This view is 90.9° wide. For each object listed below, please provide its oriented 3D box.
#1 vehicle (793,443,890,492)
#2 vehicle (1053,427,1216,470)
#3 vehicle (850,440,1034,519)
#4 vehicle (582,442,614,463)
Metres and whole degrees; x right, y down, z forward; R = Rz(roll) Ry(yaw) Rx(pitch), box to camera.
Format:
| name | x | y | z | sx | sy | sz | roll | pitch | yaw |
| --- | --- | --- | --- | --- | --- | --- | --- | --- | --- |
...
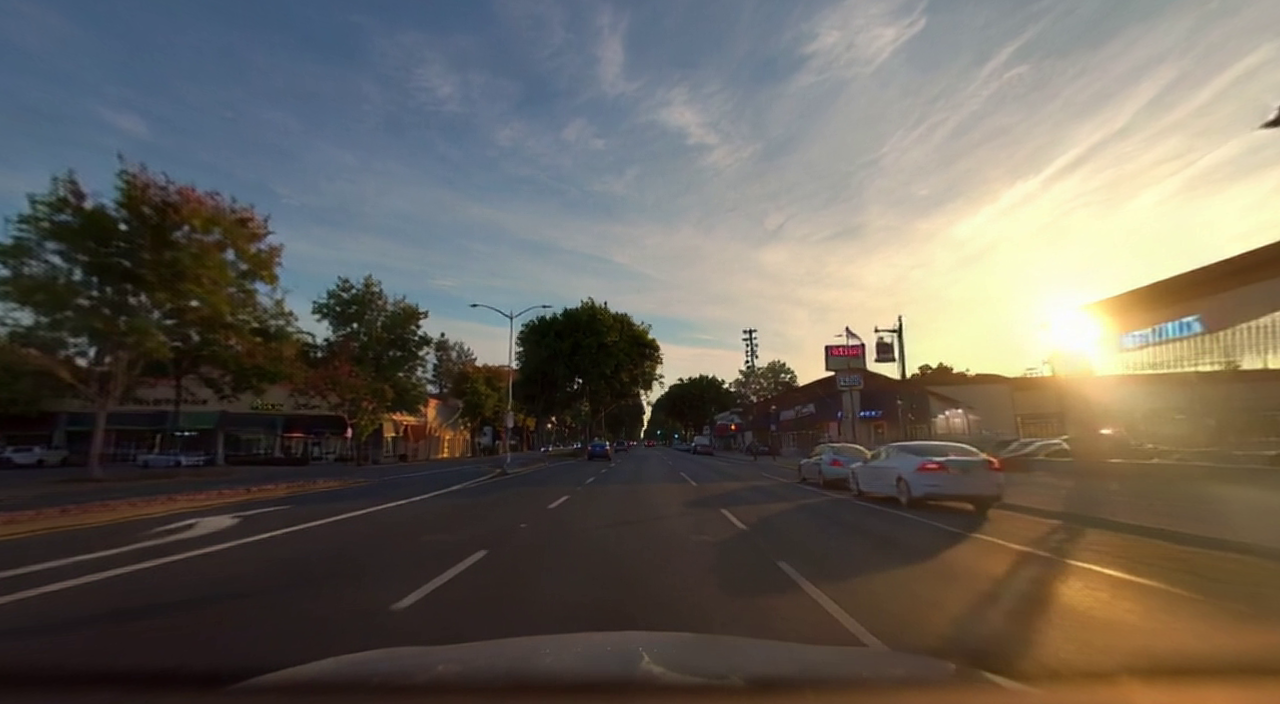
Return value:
| name | x | y | z | sx | sy | sz | roll | pitch | yaw |
| --- | --- | --- | --- | --- | --- | --- | --- | --- | --- |
| vehicle | 6.788 | 3.912 | 21.804 | 1.923 | 1.482 | 4.558 | 0 | -8 | 1 |
| vehicle | 23.647 | 4.658 | 30.345 | 5.870 | 1.970 | 2.366 | 0 | -8 | -1 |
| vehicle | 6.691 | 2.840 | 14.714 | 1.869 | 1.516 | 4.767 | 0 | -8 | -1 |
| vehicle | -3.019 | 7.335 | 46.026 | 2.005 | 1.446 | 4.265 | 0 | -8 | 1 |
